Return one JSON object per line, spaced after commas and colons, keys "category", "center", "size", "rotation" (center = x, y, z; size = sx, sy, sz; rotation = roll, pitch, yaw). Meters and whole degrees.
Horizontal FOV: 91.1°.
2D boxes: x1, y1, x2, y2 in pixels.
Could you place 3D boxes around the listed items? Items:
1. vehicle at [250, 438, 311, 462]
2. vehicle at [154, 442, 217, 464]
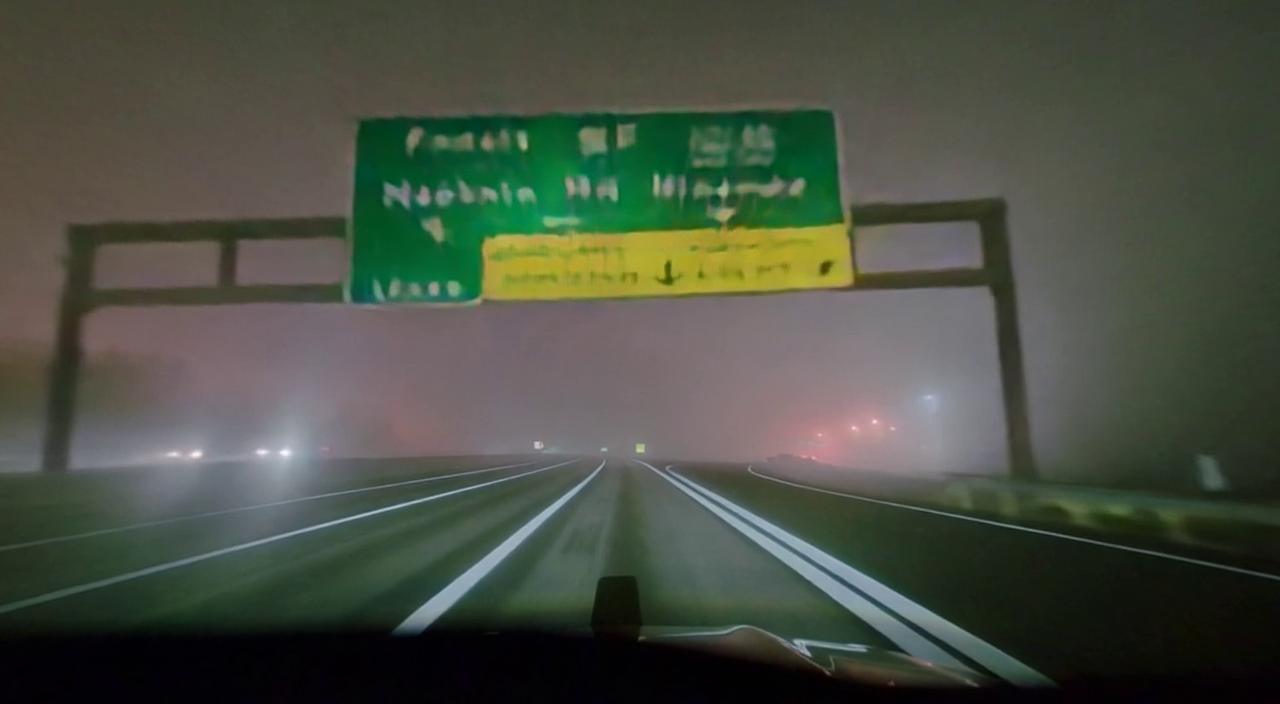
{"category": "vehicle", "center": [-25.191, 6.908, 44.226], "size": [1.897, 1.588, 4.218], "rotation": [0, -9, -2]}
{"category": "vehicle", "center": [-32.455, 7.255, 45.039], "size": [1.732, 1.467, 3.833], "rotation": [0, -9, -2]}
